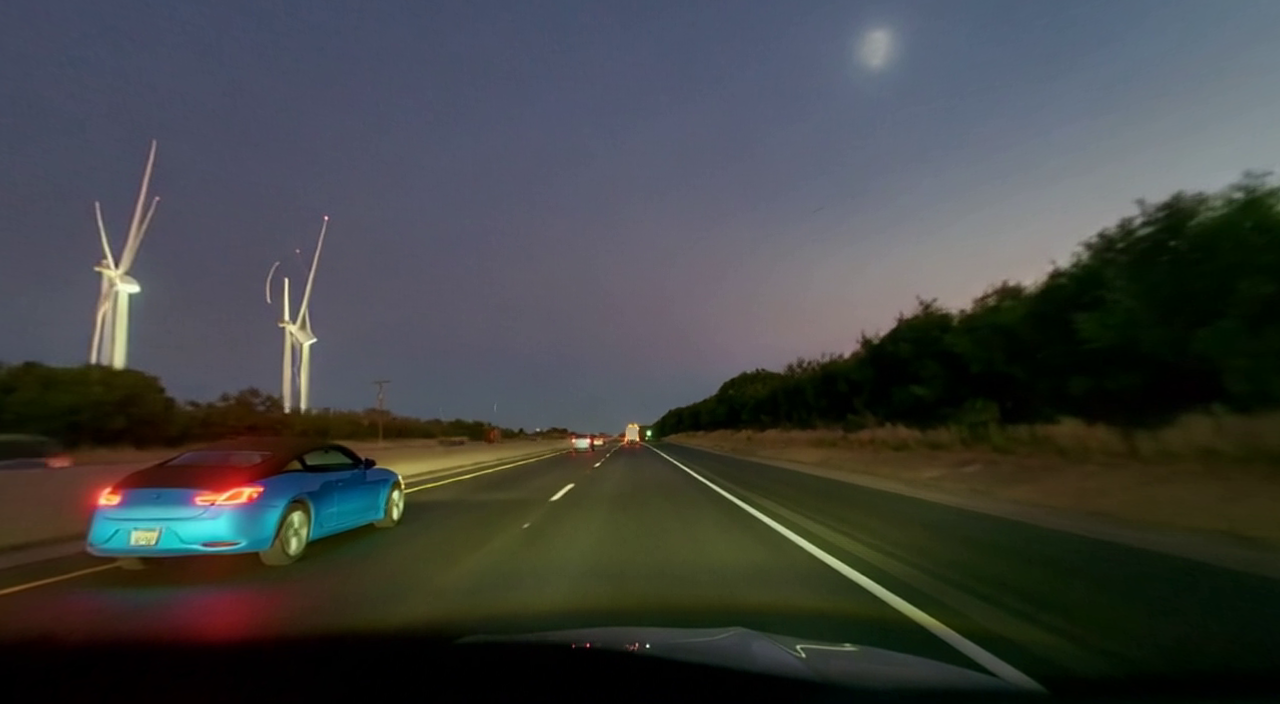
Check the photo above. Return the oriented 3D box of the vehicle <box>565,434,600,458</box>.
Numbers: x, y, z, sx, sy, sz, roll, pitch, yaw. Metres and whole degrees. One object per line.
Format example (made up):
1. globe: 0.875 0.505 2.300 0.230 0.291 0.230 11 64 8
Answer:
1. vehicle: -3.697 6.133 41.206 2.024 1.456 3.754 0 -8 -1

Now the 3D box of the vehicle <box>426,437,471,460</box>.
1. vehicle: -13.098 6.587 43.271 1.855 1.471 3.954 0 -8 0

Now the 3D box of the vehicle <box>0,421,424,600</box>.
1. vehicle: -4.149 1.556 7.179 1.969 1.413 4.194 0 -8 -1
